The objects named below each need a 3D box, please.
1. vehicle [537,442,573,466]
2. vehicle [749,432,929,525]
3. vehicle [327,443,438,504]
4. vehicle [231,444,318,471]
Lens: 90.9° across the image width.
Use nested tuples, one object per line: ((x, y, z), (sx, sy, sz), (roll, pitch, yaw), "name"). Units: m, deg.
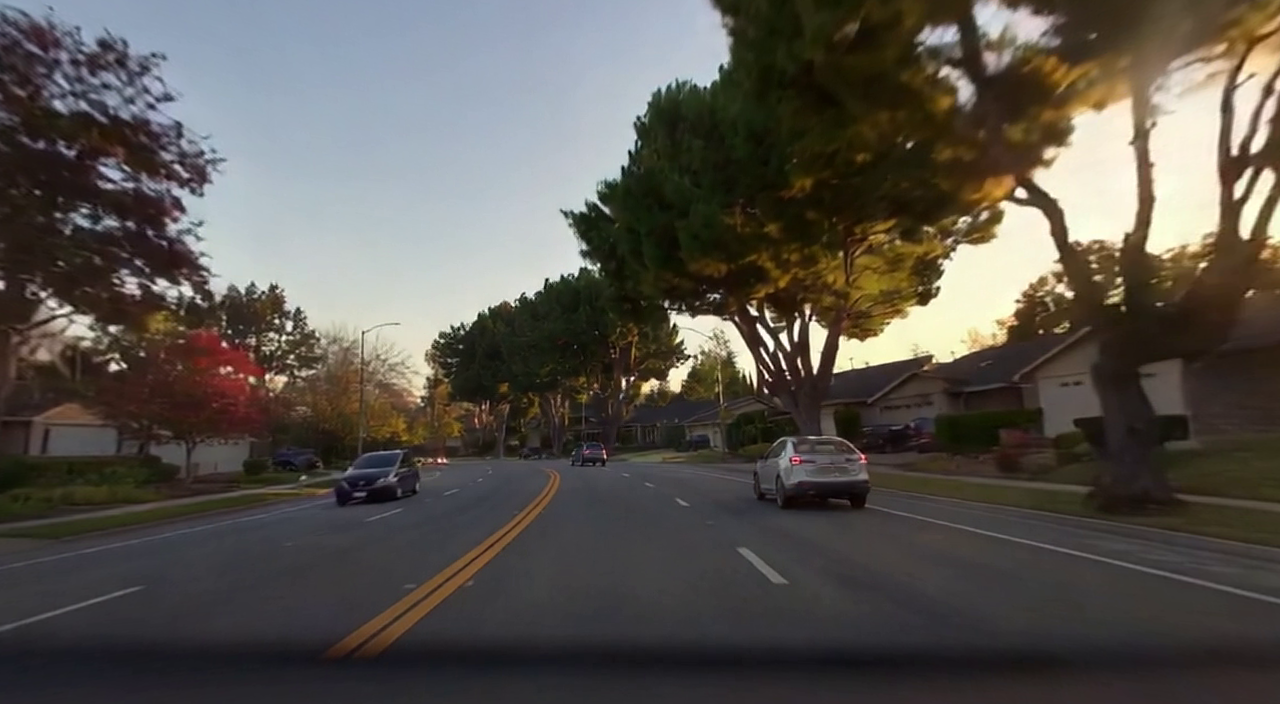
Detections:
((-6.435, 7.632, 47.241), (2.106, 1.667, 4.367), (2, -9, -15), "vehicle")
((3.645, 2.395, 12.535), (1.934, 1.506, 4.282), (0, -8, -4), "vehicle")
((-8.081, 3.798, 20.283), (2.091, 1.700, 4.438), (1, -8, -6), "vehicle")
((-23.662, 6.820, 40.880), (4.477, 1.631, 1.893), (7, -11, -40), "vehicle")
